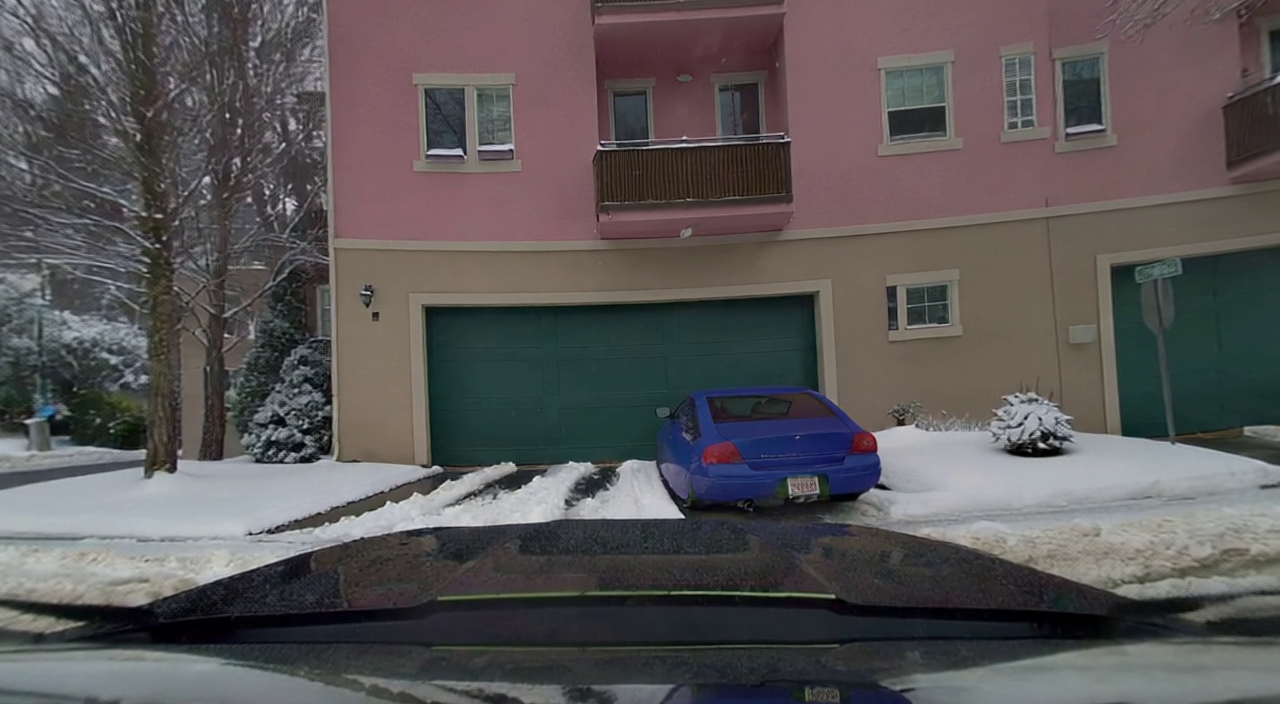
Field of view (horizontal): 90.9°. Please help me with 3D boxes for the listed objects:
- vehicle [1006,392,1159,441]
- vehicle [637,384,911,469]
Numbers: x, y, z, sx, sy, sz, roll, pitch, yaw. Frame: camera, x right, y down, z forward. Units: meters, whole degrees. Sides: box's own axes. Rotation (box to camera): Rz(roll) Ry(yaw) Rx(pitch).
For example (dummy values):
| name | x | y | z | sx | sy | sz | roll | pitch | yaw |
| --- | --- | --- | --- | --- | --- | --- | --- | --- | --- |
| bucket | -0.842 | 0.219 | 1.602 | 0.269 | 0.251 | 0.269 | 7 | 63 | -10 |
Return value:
| name | x | y | z | sx | sy | sz | roll | pitch | yaw |
| --- | --- | --- | --- | --- | --- | --- | --- | --- | --- |
| vehicle | 15.815 | 2.351 | 22.713 | 3.905 | 1.475 | 2.057 | -3 | -8 | -3 |
| vehicle | 2.301 | 1.419 | 11.838 | 4.697 | 1.444 | 1.825 | 0 | -8 | -1 |
